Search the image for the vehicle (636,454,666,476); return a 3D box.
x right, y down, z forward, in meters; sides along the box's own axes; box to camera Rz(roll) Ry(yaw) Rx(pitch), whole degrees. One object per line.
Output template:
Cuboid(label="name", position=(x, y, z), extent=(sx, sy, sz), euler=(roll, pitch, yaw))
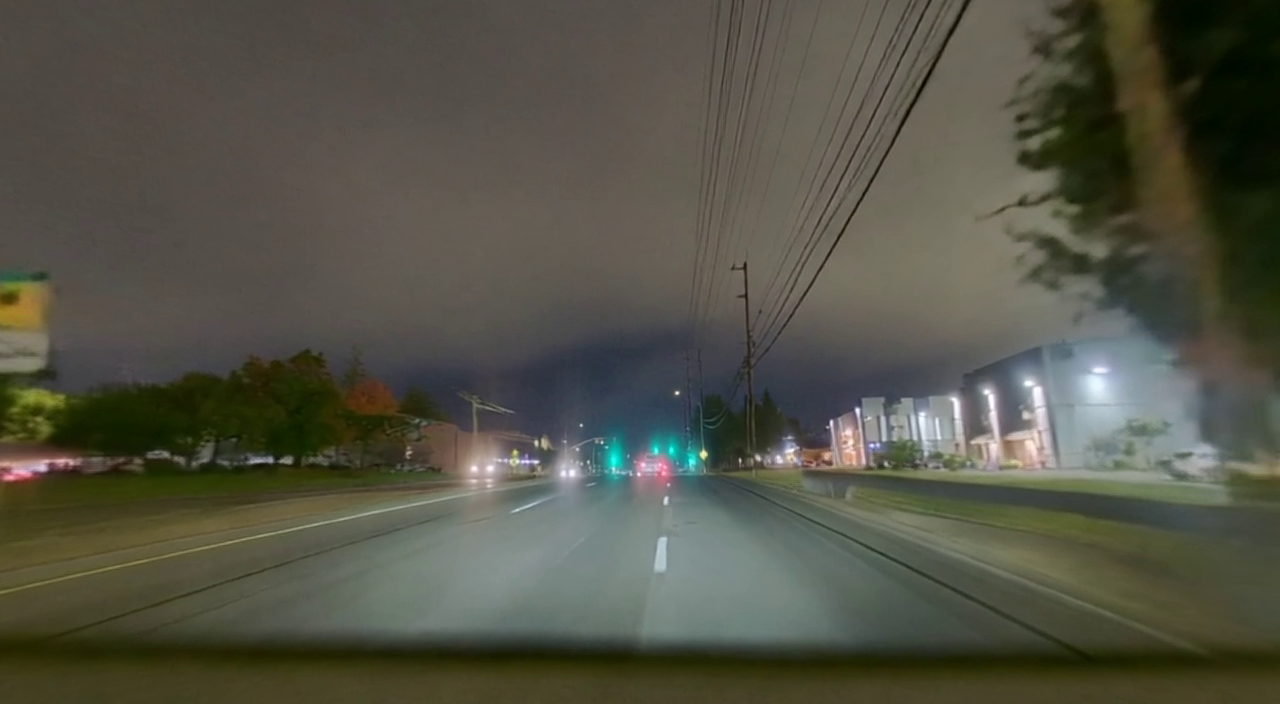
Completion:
Cuboid(label="vehicle", position=(0.859, 8.458, 47.264), extent=(2.114, 1.492, 4.453), euler=(-1, -9, 2))
